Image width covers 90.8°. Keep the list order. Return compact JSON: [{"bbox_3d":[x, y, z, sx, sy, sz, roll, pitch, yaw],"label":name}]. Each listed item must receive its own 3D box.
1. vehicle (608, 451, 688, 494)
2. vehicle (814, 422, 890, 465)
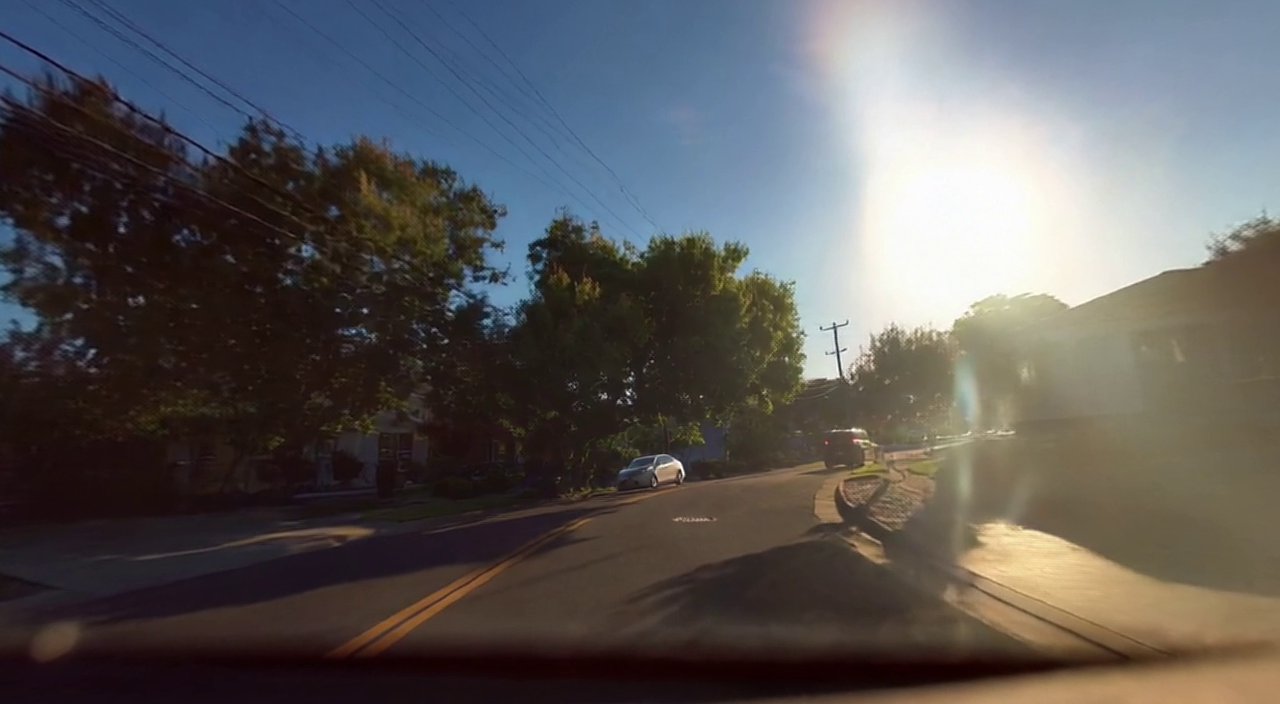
[{"bbox_3d":[0.508,6.054,32.139,2.039,1.949,4.511,-5,-10,31],"label":"vehicle"},{"bbox_3d":[10.707,4.590,31.657,2.086,1.974,4.890,-6,-11,36],"label":"vehicle"}]
